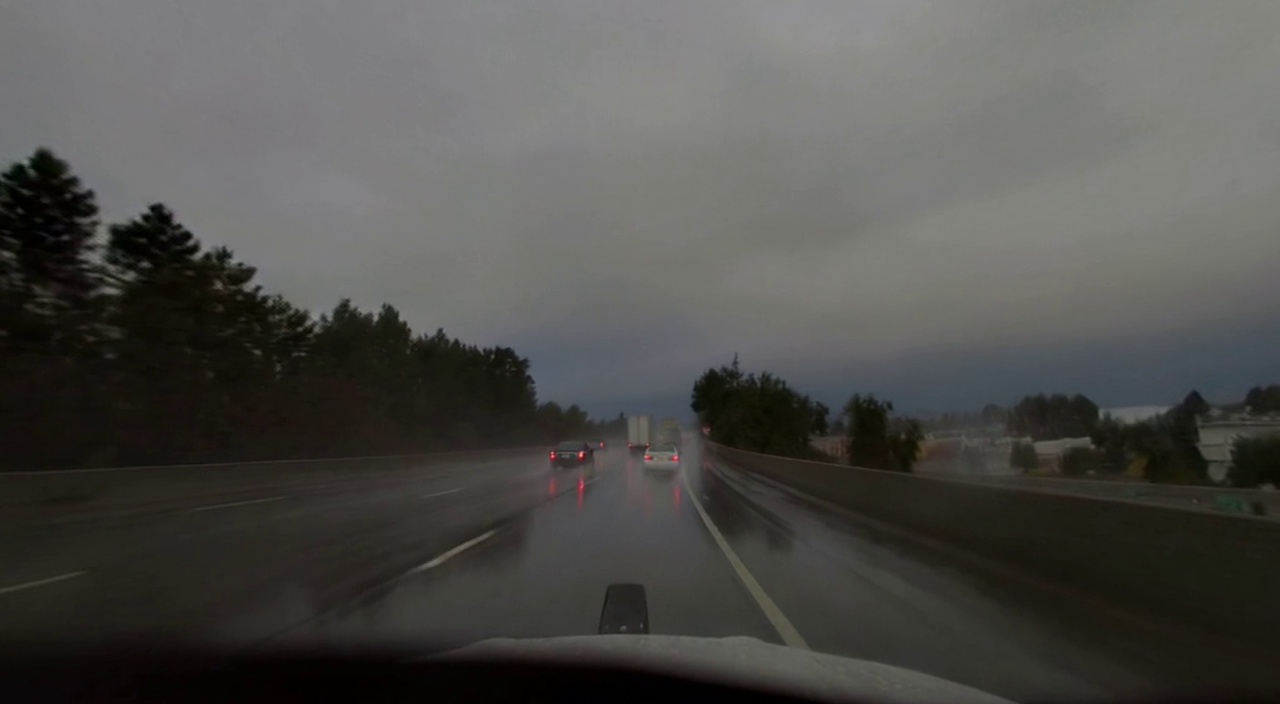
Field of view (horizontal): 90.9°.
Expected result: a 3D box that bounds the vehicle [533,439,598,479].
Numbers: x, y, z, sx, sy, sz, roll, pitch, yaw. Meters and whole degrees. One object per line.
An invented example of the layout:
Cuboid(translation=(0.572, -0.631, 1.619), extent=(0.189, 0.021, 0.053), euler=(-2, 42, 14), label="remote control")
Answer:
Cuboid(translation=(-3.026, 4.488, 26.684), extent=(1.916, 1.486, 4.631), euler=(0, -9, 4), label="vehicle")

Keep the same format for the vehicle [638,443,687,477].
Cuboid(translation=(0.988, 4.676, 27.601), extent=(1.984, 1.365, 3.767), euler=(0, -9, 2), label="vehicle")
